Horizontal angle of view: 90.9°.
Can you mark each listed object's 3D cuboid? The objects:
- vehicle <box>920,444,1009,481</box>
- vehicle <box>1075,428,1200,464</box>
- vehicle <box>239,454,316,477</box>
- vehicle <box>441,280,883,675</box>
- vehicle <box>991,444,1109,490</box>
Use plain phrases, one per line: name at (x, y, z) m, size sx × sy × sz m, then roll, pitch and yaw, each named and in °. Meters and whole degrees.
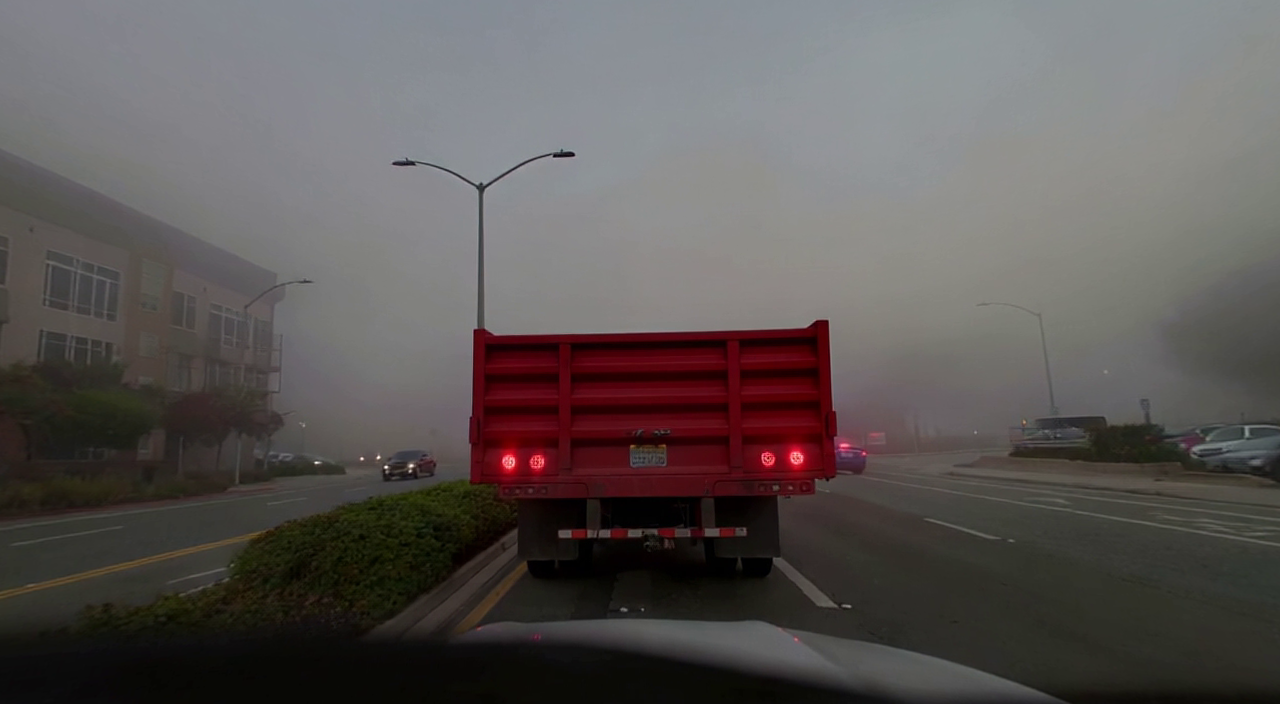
vehicle at (14.124, 4.798, 27.749) m, size 1.777 × 1.488 × 4.081 m, roll -1°, pitch -8°, yaw 1°
vehicle at (23.123, 4.387, 29.446) m, size 4.171 × 1.614 × 1.894 m, roll -1°, pitch -8°, yaw 1°
vehicle at (-24.962, 7.810, 43.461) m, size 4.409 × 1.446 × 1.862 m, roll -2°, pitch -8°, yaw 12°
vehicle at (0.283, 1.242, 7.416) m, size 2.650 × 2.391 × 7.008 m, roll -1°, pitch -8°, yaw 3°
vehicle at (14.286, 3.990, 22.254) m, size 1.702 × 1.475 × 3.670 m, roll -1°, pitch -8°, yaw 1°
